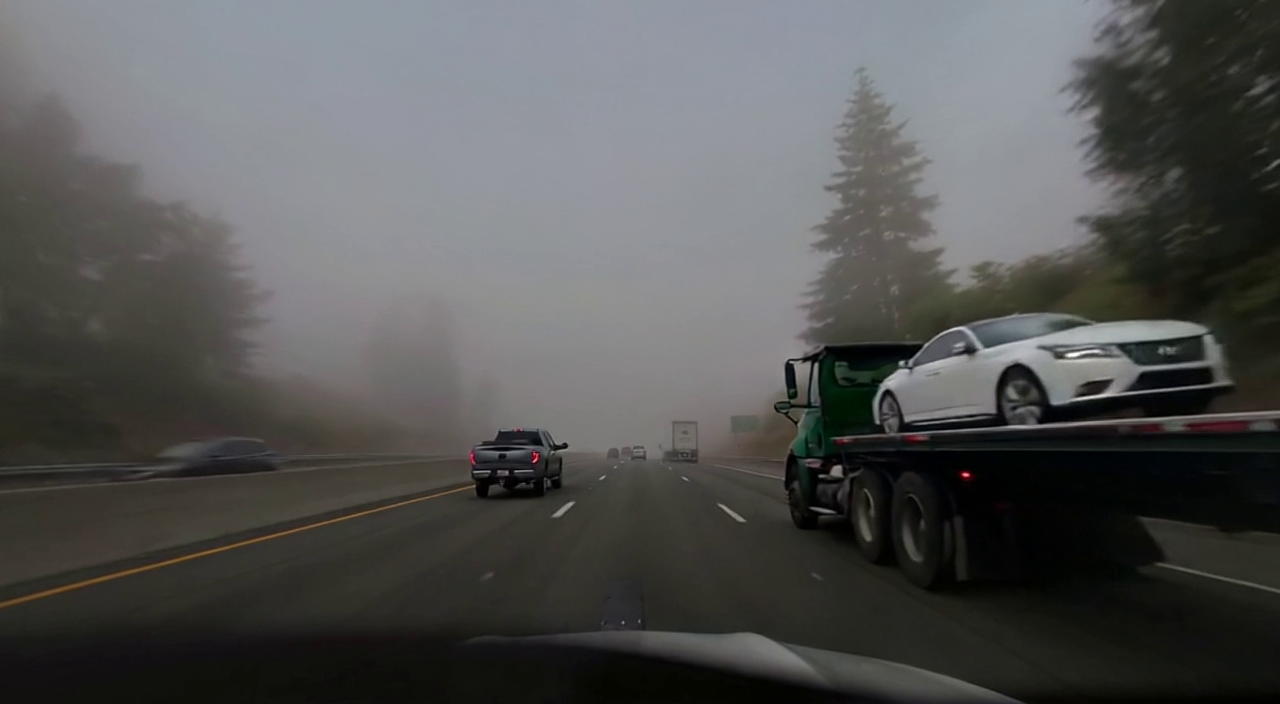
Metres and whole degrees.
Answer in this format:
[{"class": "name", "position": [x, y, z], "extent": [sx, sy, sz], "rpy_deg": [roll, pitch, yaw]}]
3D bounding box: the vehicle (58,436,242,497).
[{"class": "vehicle", "position": [-14.727, 3.465, 19.378], "extent": [1.954, 1.628, 4.574], "rpy_deg": [0, -9, 0]}]

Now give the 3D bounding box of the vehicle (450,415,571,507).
[{"class": "vehicle", "position": [-3.179, 2.815, 16.522], "extent": [2.142, 2.044, 4.446], "rpy_deg": [0, -9, 1]}]
